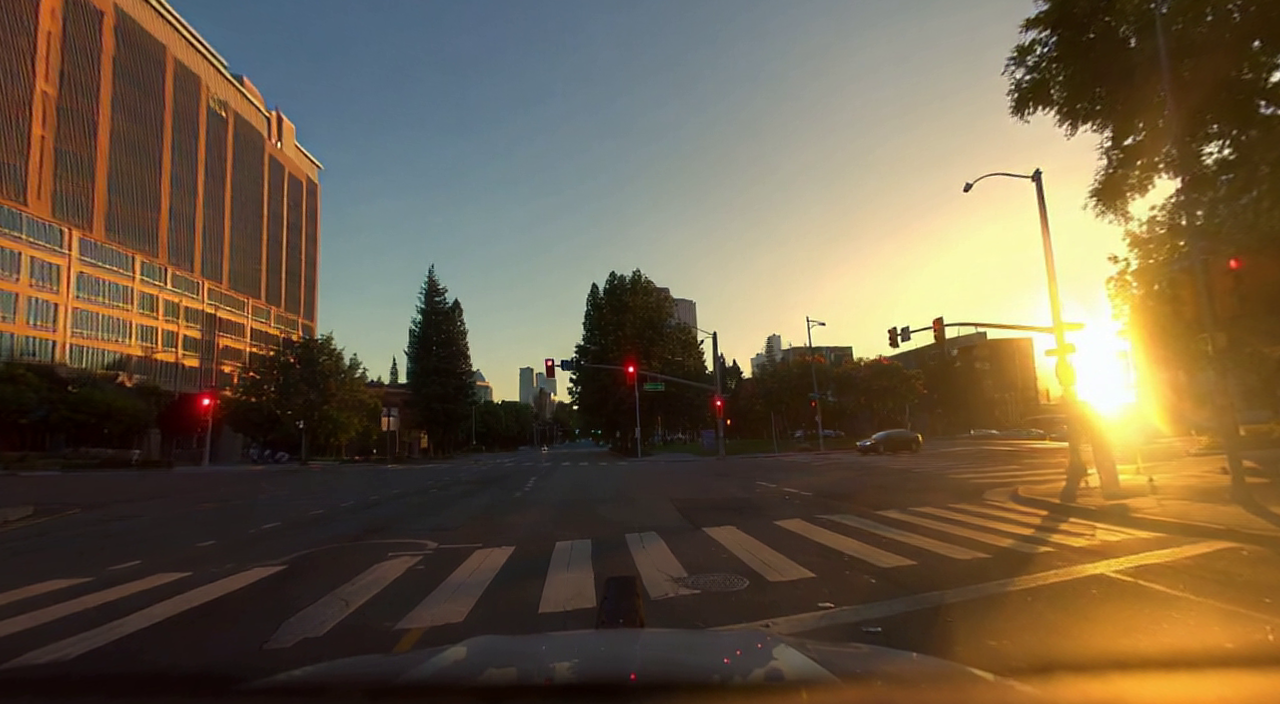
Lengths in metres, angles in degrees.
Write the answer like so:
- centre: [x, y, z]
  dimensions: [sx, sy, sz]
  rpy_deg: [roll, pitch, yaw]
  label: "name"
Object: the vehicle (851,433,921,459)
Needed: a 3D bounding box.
- centre: [17.631, 6.745, 45.232]
  dimensions: [4.600, 1.783, 1.970]
  rpy_deg: [4, -10, -26]
  label: "vehicle"
